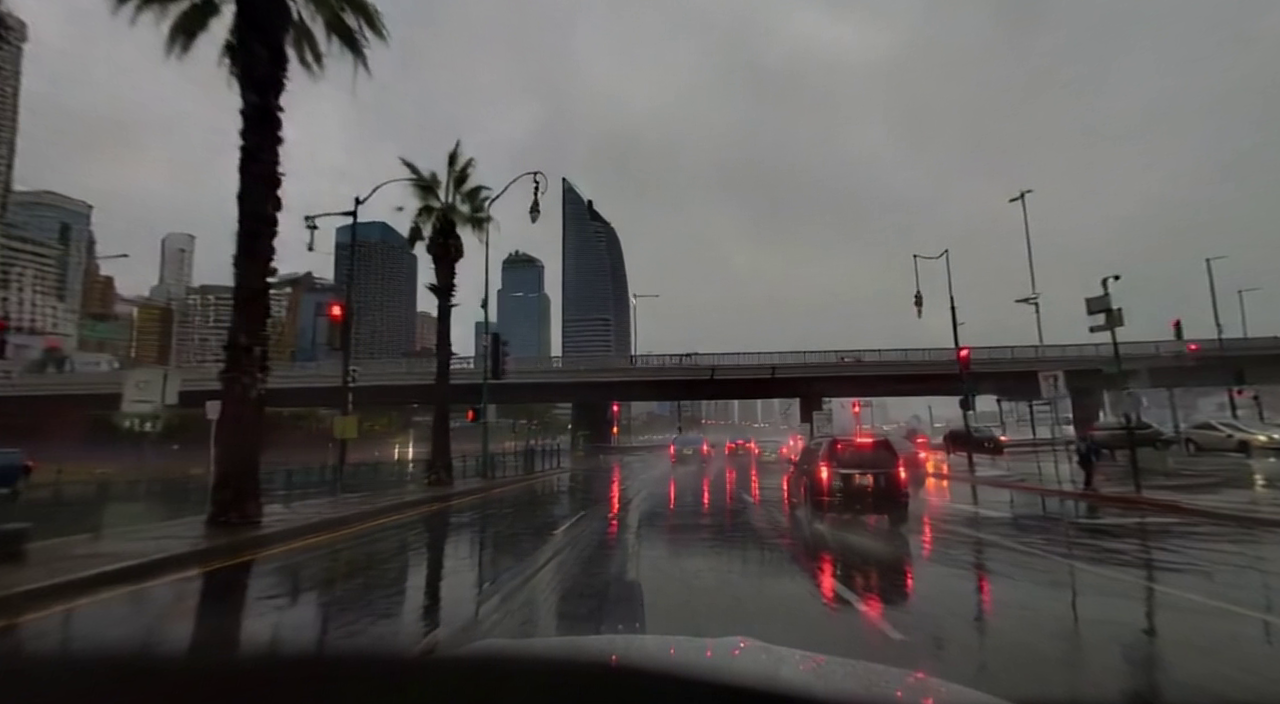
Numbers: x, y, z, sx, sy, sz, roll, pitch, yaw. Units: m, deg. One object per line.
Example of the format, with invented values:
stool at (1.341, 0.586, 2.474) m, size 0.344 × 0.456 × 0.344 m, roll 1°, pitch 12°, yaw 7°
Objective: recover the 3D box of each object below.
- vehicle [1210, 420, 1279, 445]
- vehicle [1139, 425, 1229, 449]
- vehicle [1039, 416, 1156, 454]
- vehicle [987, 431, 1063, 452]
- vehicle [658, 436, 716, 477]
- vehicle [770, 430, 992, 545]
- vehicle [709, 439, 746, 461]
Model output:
vehicle at (40.837, 5.350, 41.561) m, size 5.097 × 1.557 × 1.900 m, roll 2°, pitch -9°, yaw -11°
vehicle at (34.615, 5.432, 40.100) m, size 4.535 × 1.480 × 1.882 m, roll 2°, pitch -9°, yaw -13°
vehicle at (28.035, 5.120, 38.629) m, size 5.771 × 2.019 × 2.293 m, roll -1°, pitch -8°, yaw -12°
vehicle at (28.314, 6.571, 46.320) m, size 4.487 × 1.474 × 1.943 m, roll 2°, pitch -9°, yaw -12°
vehicle at (1.991, 4.239, 25.663) m, size 2.077 × 1.518 × 3.760 m, roll -1°, pitch -9°, yaw 8°
vehicle at (3.711, 2.175, 10.893) m, size 2.051 × 1.509 × 4.933 m, roll 0°, pitch -9°, yaw 2°
vehicle at (6.265, 6.955, 44.717) m, size 2.134 × 1.492 × 4.674 m, roll -2°, pitch -9°, yaw 13°
